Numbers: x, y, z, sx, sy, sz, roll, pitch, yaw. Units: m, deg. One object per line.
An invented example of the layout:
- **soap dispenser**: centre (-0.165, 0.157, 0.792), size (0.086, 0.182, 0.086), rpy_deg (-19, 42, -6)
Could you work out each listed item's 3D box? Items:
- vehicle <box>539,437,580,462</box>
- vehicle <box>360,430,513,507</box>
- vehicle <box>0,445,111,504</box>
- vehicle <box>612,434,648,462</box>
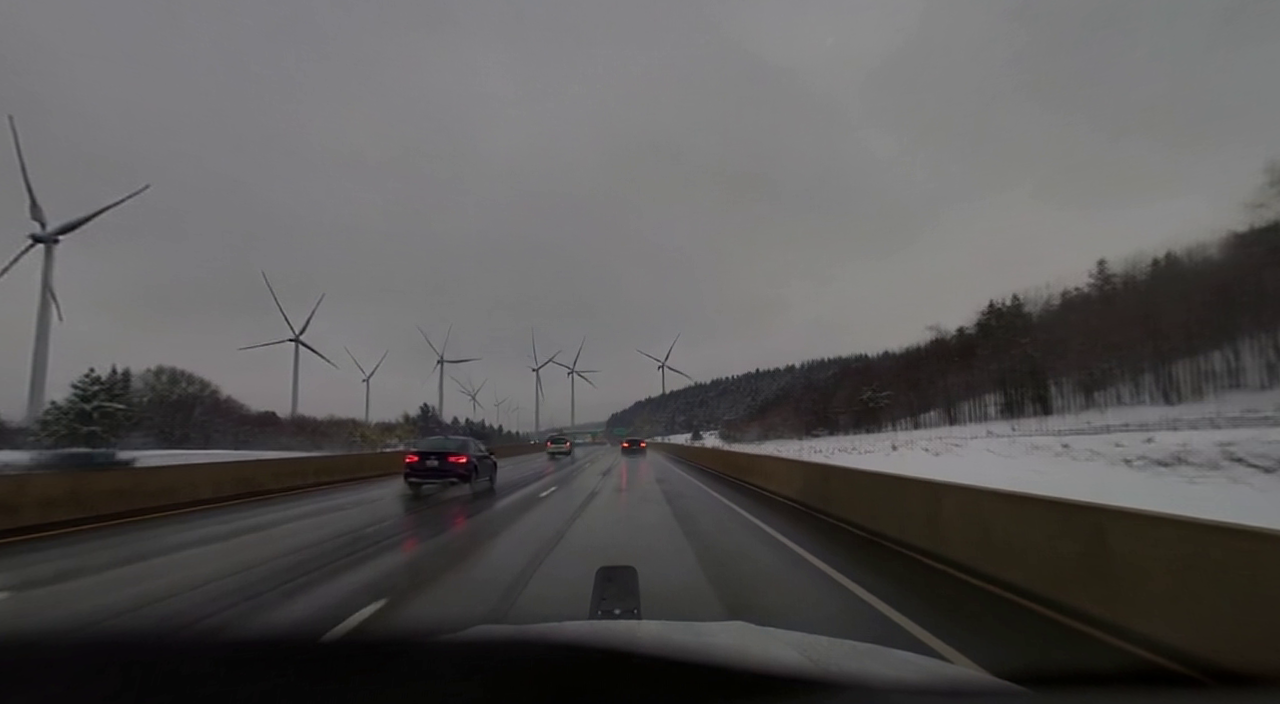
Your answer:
- **vehicle**: centre (-4.884, 5.938, 38.645), size (2.059, 1.436, 3.802), rpy_deg (0, -8, -1)
- **vehicle**: centre (-4.403, 2.578, 14.532), size (1.998, 1.468, 4.635), rpy_deg (0, -8, 0)
- **vehicle**: centre (-18.070, 3.472, 18.174), size (2.043, 1.488, 4.151), rpy_deg (0, -8, -1)
- **vehicle**: centre (-0.588, 5.667, 37.442), size (2.027, 1.550, 3.607), rpy_deg (0, -8, -1)
